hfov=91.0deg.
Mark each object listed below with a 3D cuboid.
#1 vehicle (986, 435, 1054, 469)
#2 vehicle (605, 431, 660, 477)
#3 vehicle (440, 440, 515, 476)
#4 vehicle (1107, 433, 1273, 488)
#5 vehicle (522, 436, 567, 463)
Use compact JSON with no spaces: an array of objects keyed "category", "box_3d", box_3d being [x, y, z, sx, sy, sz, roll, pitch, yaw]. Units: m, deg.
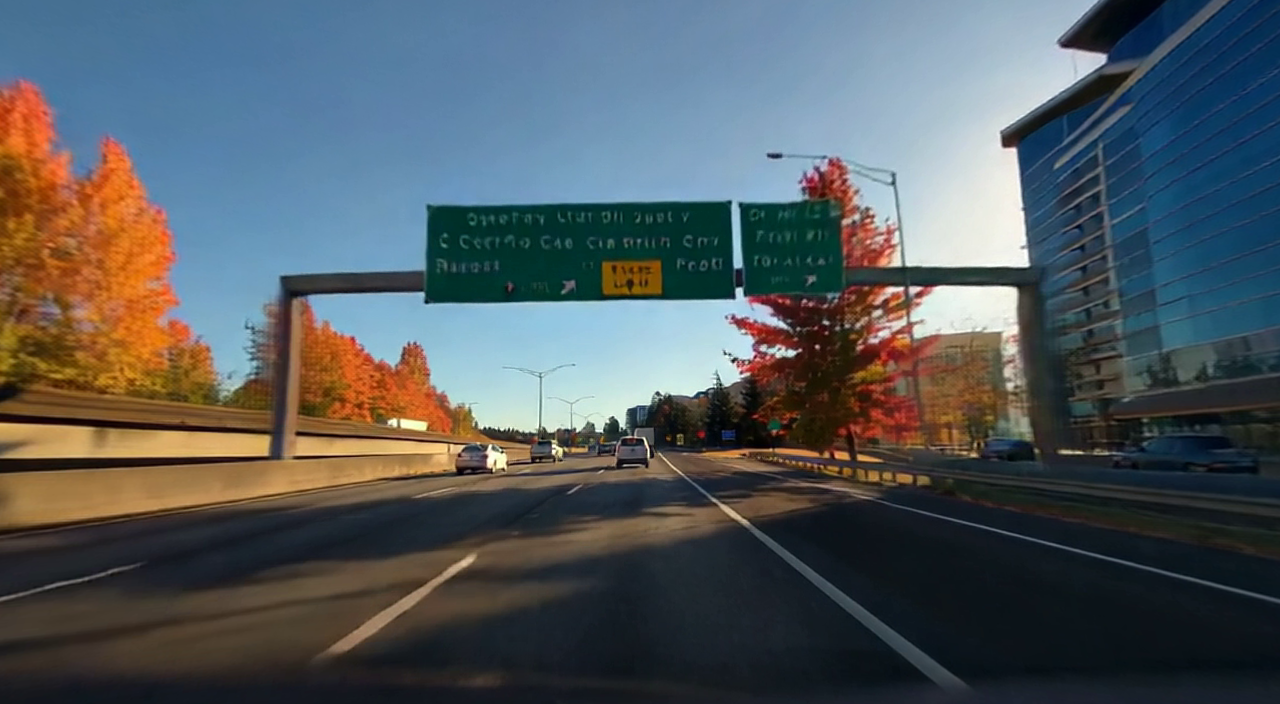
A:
[{"category":"vehicle","box_3d":[22.371,5.893,37.285,2.242,1.835,4.667,-3,-9,17]},{"category":"vehicle","box_3d":[-0.309,4.527,28.162,2.245,1.863,4.801,0,-9,0]},{"category":"vehicle","box_3d":[-7.318,4.821,28.883,2.074,1.495,4.643,0,-9,1]},{"category":"vehicle","box_3d":[18.567,3.674,21.611,2.019,1.657,4.582,-1,-9,8]},{"category":"vehicle","box_3d":[-7.186,7.418,48.134,2.328,1.927,5.880,0,-9,2]}]
